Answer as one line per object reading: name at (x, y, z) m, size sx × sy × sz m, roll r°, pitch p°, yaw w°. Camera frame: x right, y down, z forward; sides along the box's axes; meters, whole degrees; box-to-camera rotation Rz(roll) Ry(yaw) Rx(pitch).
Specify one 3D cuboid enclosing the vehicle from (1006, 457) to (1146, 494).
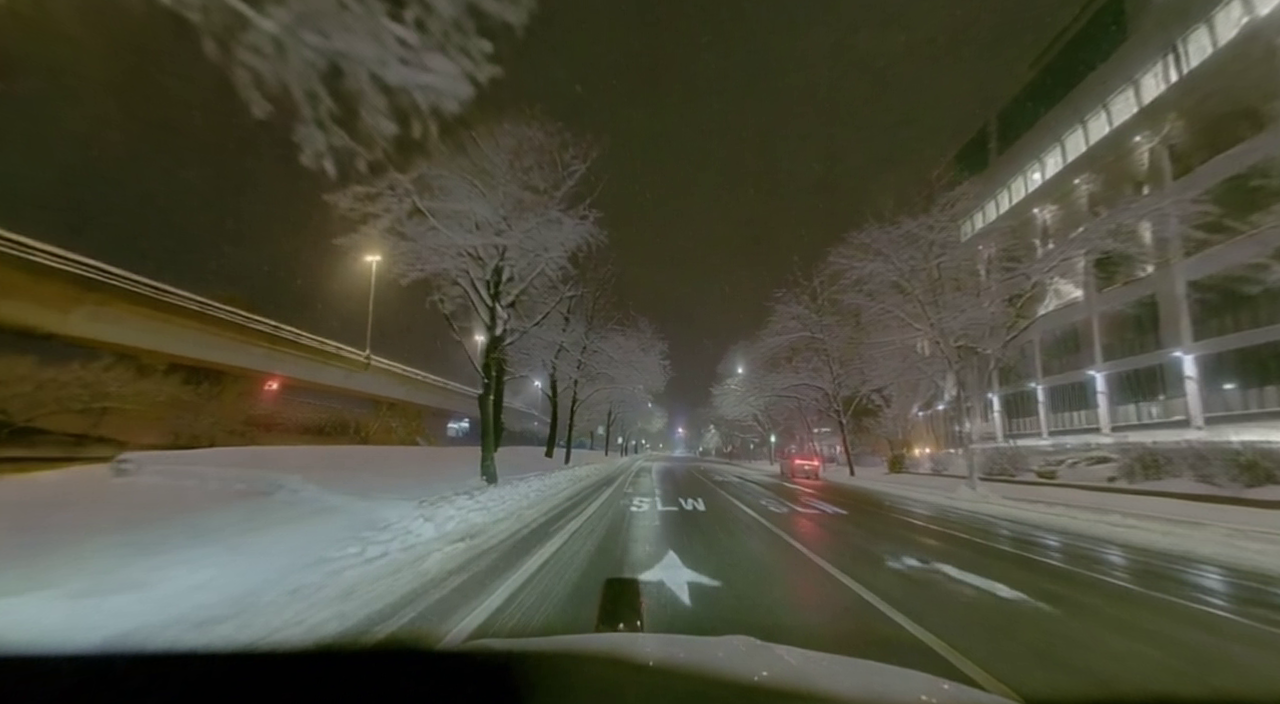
vehicle at (19.881, 5.632, 28.924) m, size 4.635 × 1.552 × 2.334 m, roll 0°, pitch -9°, yaw 2°

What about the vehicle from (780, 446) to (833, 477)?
vehicle at (10.854, 7.147, 41.320) m, size 2.187 × 1.871 × 4.576 m, roll 0°, pitch -8°, yaw 0°
